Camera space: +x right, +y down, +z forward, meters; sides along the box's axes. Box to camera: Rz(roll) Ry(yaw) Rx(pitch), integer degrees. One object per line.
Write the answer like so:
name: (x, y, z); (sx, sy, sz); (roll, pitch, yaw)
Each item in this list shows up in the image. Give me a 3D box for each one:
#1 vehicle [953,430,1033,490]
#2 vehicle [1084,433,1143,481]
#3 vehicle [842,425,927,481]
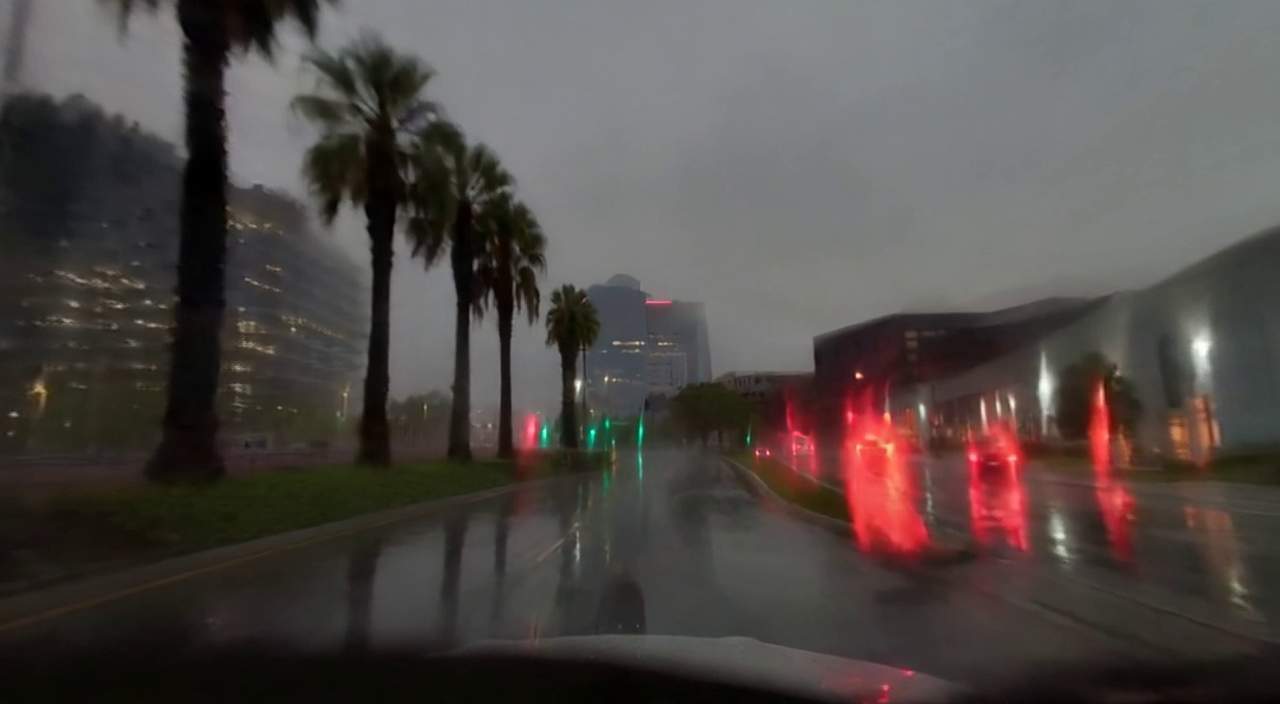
vehicle: (14.536, 4.451, 26.034); (2.219, 2.342, 1.744); (-1, -9, 7)
vehicle: (31.567, 7.071, 42.039); (2.645, 2.817, 3.475); (-10, -18, 34)
vehicle: (10.103, 4.151, 26.273); (1.813, 2.150, 3.038); (3, -6, -16)
